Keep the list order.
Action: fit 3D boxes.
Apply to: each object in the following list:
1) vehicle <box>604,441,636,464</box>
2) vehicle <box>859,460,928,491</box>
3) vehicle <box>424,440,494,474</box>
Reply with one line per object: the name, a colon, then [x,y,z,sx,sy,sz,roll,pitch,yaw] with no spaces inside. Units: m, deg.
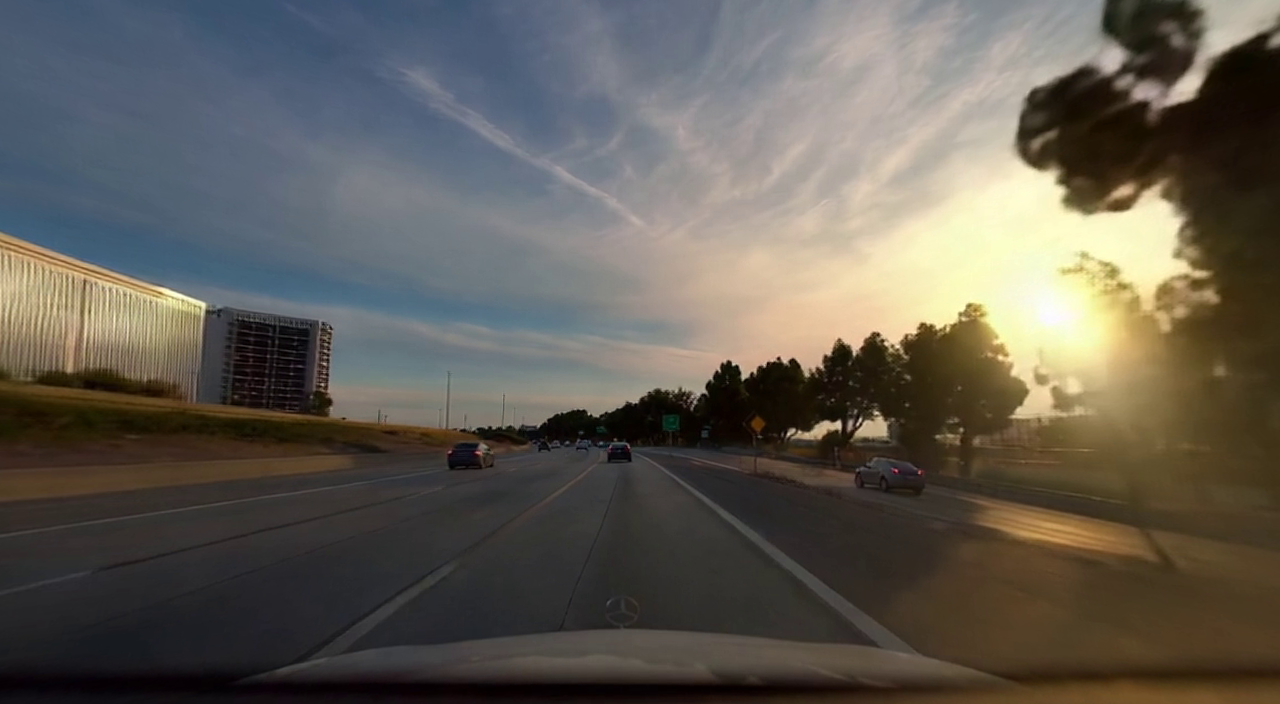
vehicle: [-1.398,6.782,42.681,2.038,1.414,4.357,0,-9,-3]
vehicle: [16.102,7.813,40.323,2.023,1.782,4.193,2,-9,-11]
vehicle: [-8.323,4.872,29.484,2.009,1.454,4.250,0,-9,-1]
